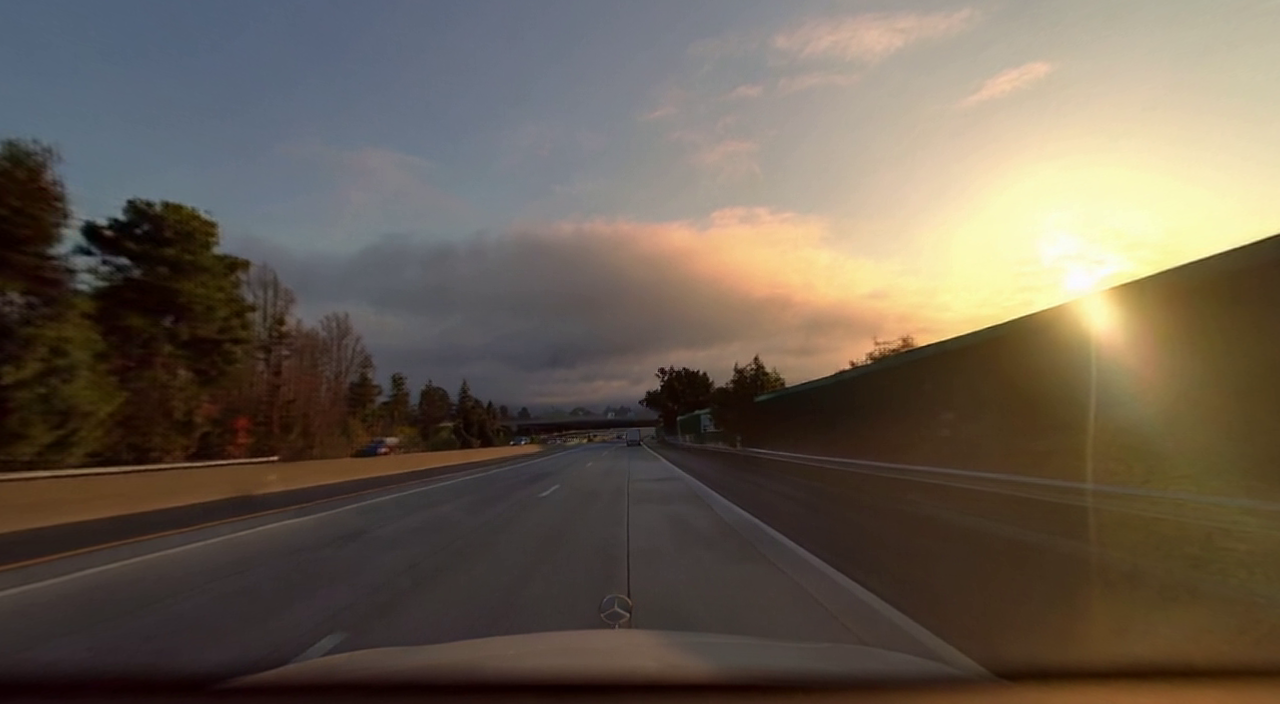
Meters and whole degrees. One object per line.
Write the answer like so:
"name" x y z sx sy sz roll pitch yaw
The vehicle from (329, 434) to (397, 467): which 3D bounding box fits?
"vehicle" -17.267 6.123 39.565 2.124 1.891 4.742 0 -8 0
